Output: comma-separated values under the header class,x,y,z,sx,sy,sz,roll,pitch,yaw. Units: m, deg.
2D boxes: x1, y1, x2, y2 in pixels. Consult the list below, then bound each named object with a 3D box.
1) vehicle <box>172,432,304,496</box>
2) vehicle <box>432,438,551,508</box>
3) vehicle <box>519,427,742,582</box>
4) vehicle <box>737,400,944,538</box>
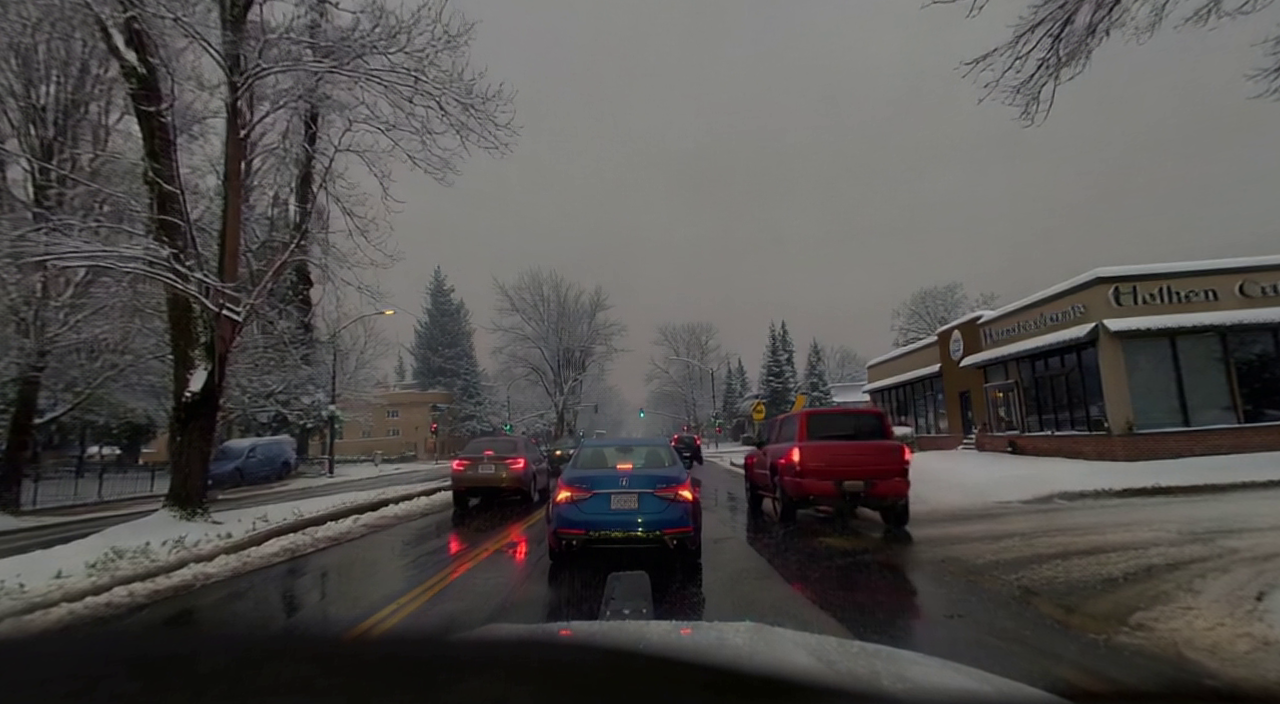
class,x,y,z,sx,sy,sz,roll,pitch,yaw
vehicle,-19.176,5.346,30.565,2.286,2.777,5.926,0,-9,1
vehicle,-3.475,2.892,15.535,1.905,1.473,4.016,0,-9,1
vehicle,-0.116,1.783,8.202,2.160,1.482,4.037,0,-9,-1
vehicle,3.284,2.044,11.544,2.152,1.987,4.527,0,-9,-2
